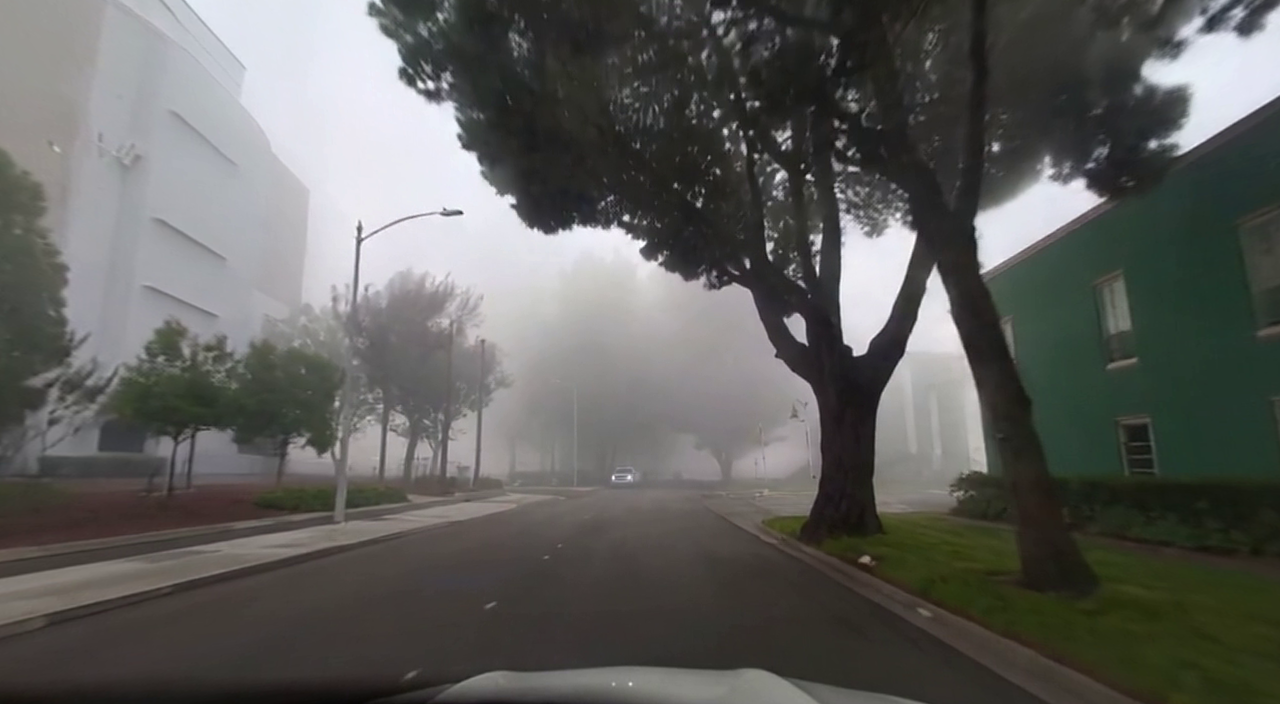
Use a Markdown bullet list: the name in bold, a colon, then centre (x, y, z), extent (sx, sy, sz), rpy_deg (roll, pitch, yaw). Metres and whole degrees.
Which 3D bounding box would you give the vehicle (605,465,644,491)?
- **vehicle**: centre (-1.164, 9.653, 48.438), extent (2.022, 1.776, 4.625), rpy_deg (-3, -10, 11)
